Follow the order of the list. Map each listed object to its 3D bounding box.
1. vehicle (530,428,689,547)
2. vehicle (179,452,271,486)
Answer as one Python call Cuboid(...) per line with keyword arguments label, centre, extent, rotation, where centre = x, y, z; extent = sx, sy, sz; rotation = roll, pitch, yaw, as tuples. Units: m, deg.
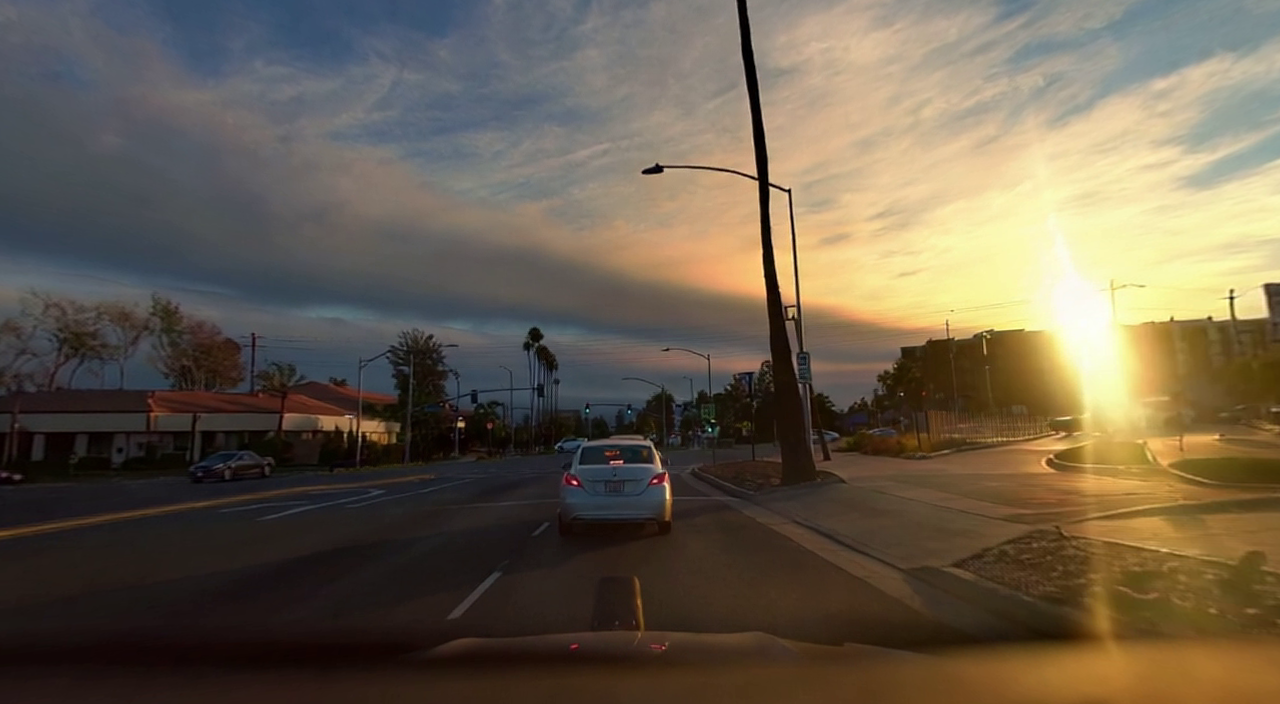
Cuboid(label="vehicle", centre=(-0.427, 2.060, 10.191), extent=(2.060, 1.526, 3.859), rotation=(0, -9, -1))
Cuboid(label="vehicle", centre=(-23.188, 6.511, 35.564), extent=(1.990, 1.752, 4.673), rotation=(0, -9, -1))
